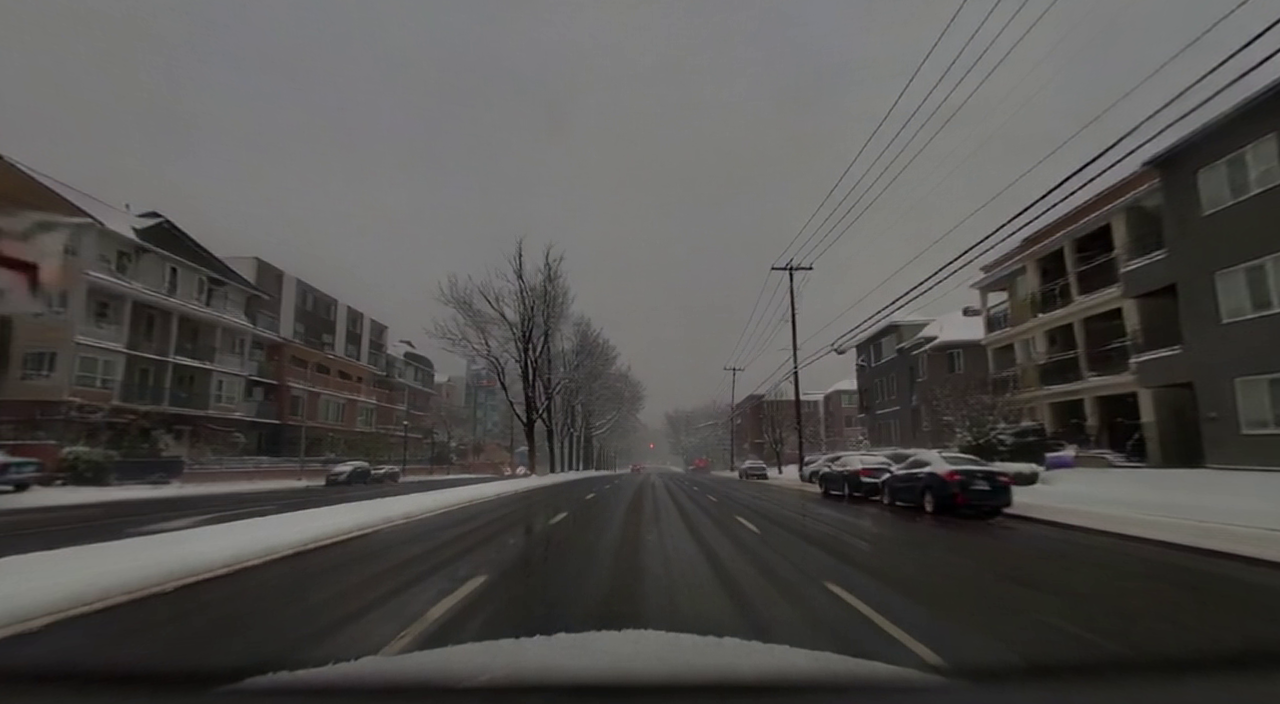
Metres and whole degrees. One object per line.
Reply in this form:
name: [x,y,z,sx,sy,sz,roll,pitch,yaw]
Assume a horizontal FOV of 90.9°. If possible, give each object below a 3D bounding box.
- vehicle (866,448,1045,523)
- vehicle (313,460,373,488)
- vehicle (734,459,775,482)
vehicle: [7.148,3.020,14.930,1.875,1.481,4.434,0,-9,-1]
vehicle: [-21.612,8.874,46.091,1.895,1.798,4.703,0,-9,2]
vehicle: [7.889,8.229,43.976,1.986,1.467,4.412,0,-9,-1]
